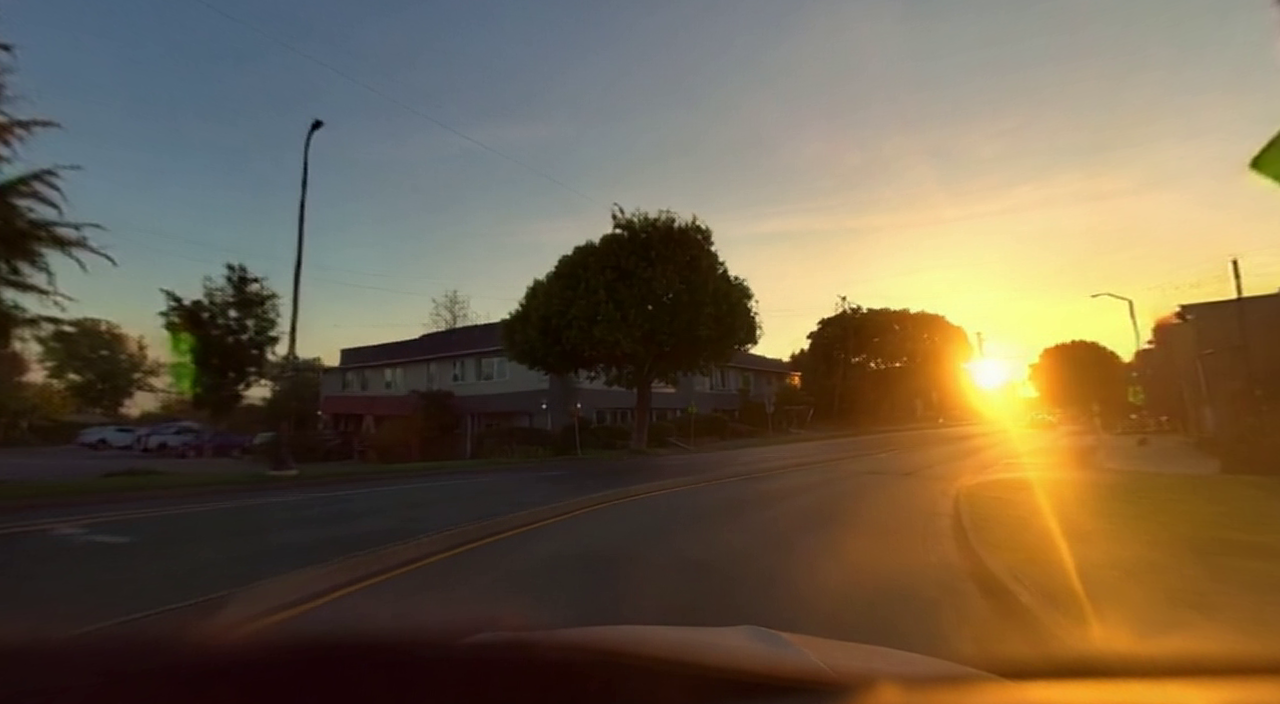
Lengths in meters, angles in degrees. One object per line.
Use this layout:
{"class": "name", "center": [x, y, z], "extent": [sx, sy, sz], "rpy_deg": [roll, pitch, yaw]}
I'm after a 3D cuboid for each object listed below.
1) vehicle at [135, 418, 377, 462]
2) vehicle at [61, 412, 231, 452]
{"class": "vehicle", "center": [-23.477, 5.595, 39.815], "extent": [2.837, 2.354, 12.960], "rpy_deg": [-6, -10, 35]}
{"class": "vehicle", "center": [-38.546, 6.287, 49.567], "extent": [3.331, 2.799, 9.802], "rpy_deg": [-3, -7, 29]}
